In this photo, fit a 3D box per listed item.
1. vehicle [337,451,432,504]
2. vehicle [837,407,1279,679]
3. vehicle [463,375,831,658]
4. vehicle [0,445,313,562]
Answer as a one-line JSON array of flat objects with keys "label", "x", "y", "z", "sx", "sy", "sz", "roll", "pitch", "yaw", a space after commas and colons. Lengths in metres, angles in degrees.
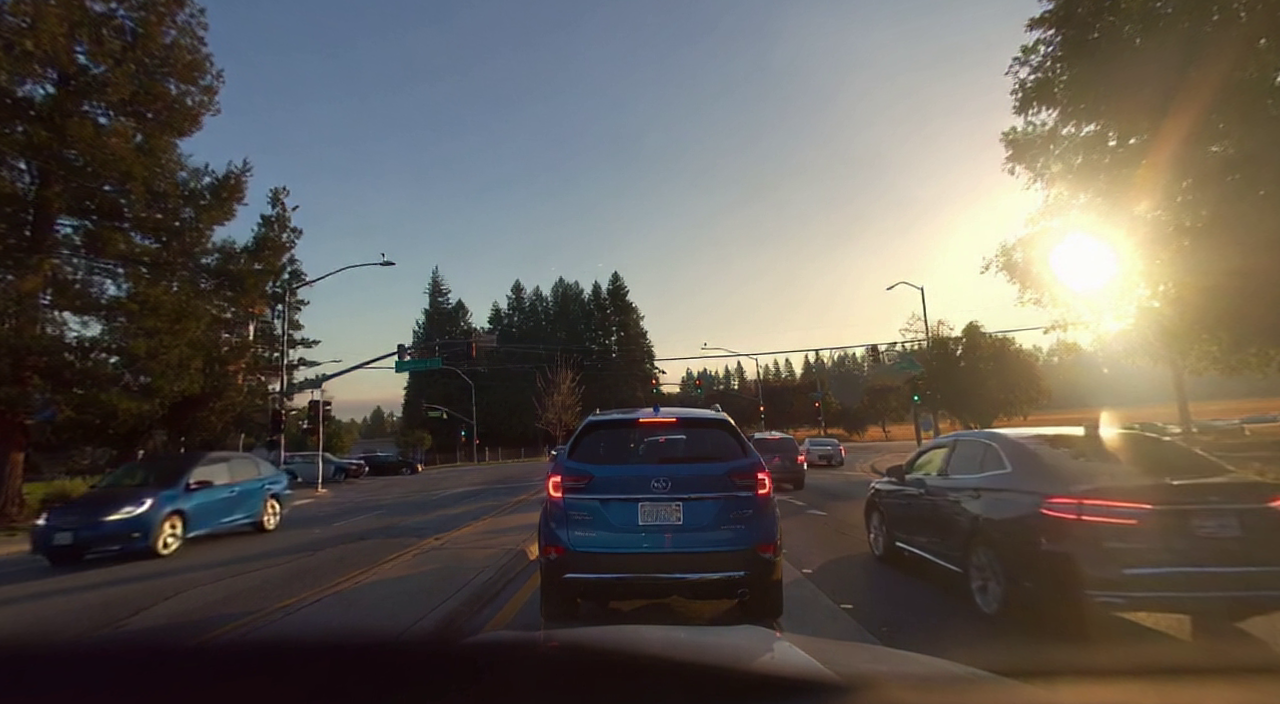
[{"label": "vehicle", "x": -8.398, "y": 4.113, "z": 21.200, "sx": 2.265, "sy": 1.458, "sz": 4.559, "roll": 2, "pitch": -9, "yaw": -14}, {"label": "vehicle", "x": 3.498, "y": 1.357, "z": 5.636, "sx": 2.097, "sy": 1.473, "sz": 4.252, "roll": 0, "pitch": -8, "yaw": 0}, {"label": "vehicle", "x": 0.041, "y": 1.330, "z": 6.113, "sx": 2.298, "sy": 1.770, "sz": 4.138, "roll": 0, "pitch": -8, "yaw": 0}, {"label": "vehicle", "x": -8.452, "y": 2.588, "z": 11.713, "sx": 2.026, "sy": 1.680, "sz": 4.608, "roll": -1, "pitch": -8, "yaw": 4}]
